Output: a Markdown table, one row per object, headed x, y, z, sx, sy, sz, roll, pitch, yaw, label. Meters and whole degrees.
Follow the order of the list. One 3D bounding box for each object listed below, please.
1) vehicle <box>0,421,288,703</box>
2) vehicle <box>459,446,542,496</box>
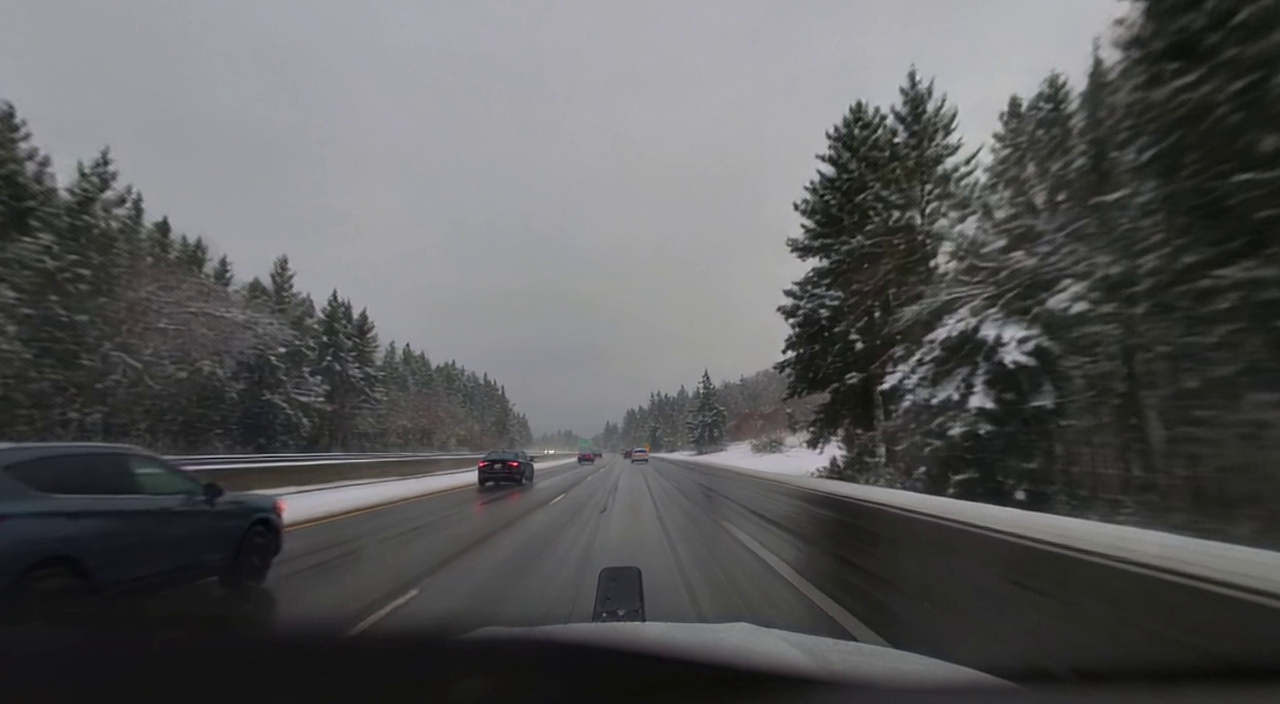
| x | y | z | sx | sy | sz | roll | pitch | yaw | label |
| --- | --- | --- | --- | --- | --- | --- | --- | --- | --- |
| -4.049 | 1.160 | 3.550 | 1.897 | 1.481 | 3.859 | 0 | -9 | 0 | vehicle |
| -4.607 | 3.974 | 21.504 | 1.838 | 1.508 | 4.317 | 0 | -9 | 0 | vehicle |
